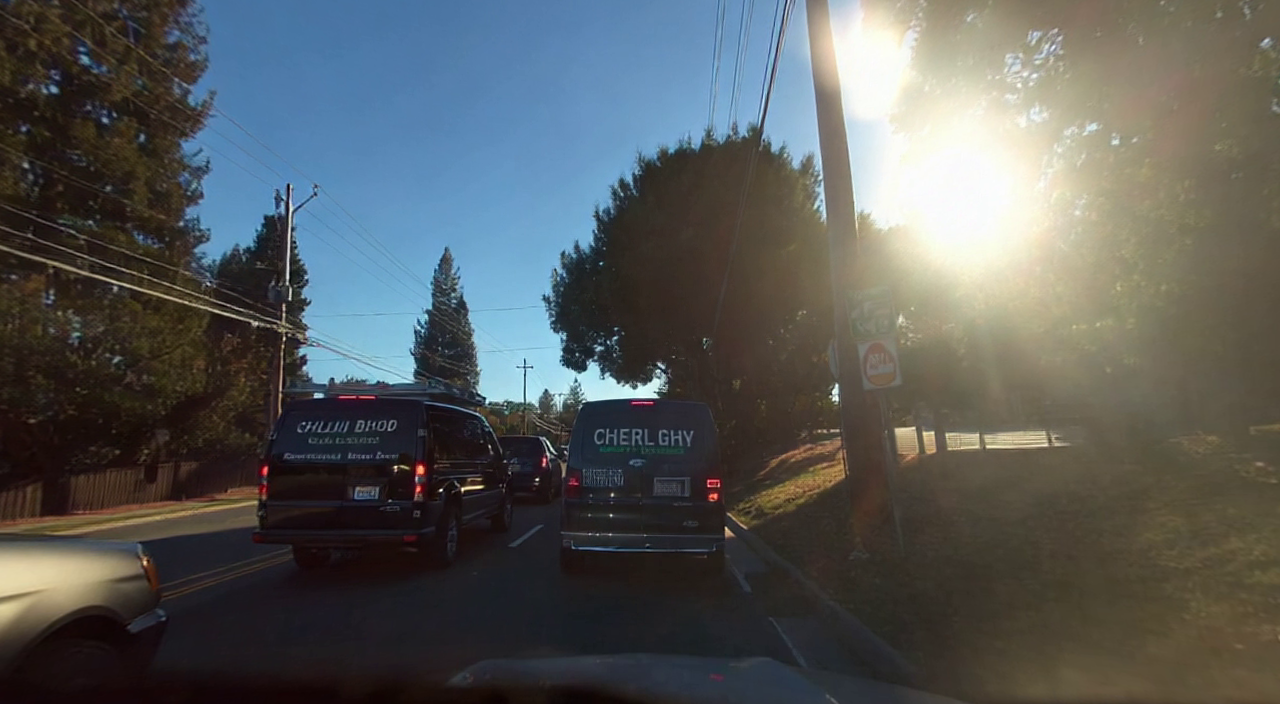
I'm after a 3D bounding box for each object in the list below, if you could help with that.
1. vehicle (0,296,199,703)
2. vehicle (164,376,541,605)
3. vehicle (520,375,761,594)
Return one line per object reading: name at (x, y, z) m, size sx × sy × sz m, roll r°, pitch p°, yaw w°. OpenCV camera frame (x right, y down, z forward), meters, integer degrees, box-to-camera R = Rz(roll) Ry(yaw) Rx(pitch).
vehicle at (-3.110, 0.484, 0.240) m, size 2.160 × 1.796 × 4.997 m, roll 0°, pitch -8°, yaw 1°
vehicle at (-2.752, 1.481, 7.619) m, size 2.109 × 1.851 × 4.749 m, roll -1°, pitch -8°, yaw 3°
vehicle at (0.110, 1.468, 7.688) m, size 2.117 × 1.911 × 4.095 m, roll -1°, pitch -8°, yaw 3°
